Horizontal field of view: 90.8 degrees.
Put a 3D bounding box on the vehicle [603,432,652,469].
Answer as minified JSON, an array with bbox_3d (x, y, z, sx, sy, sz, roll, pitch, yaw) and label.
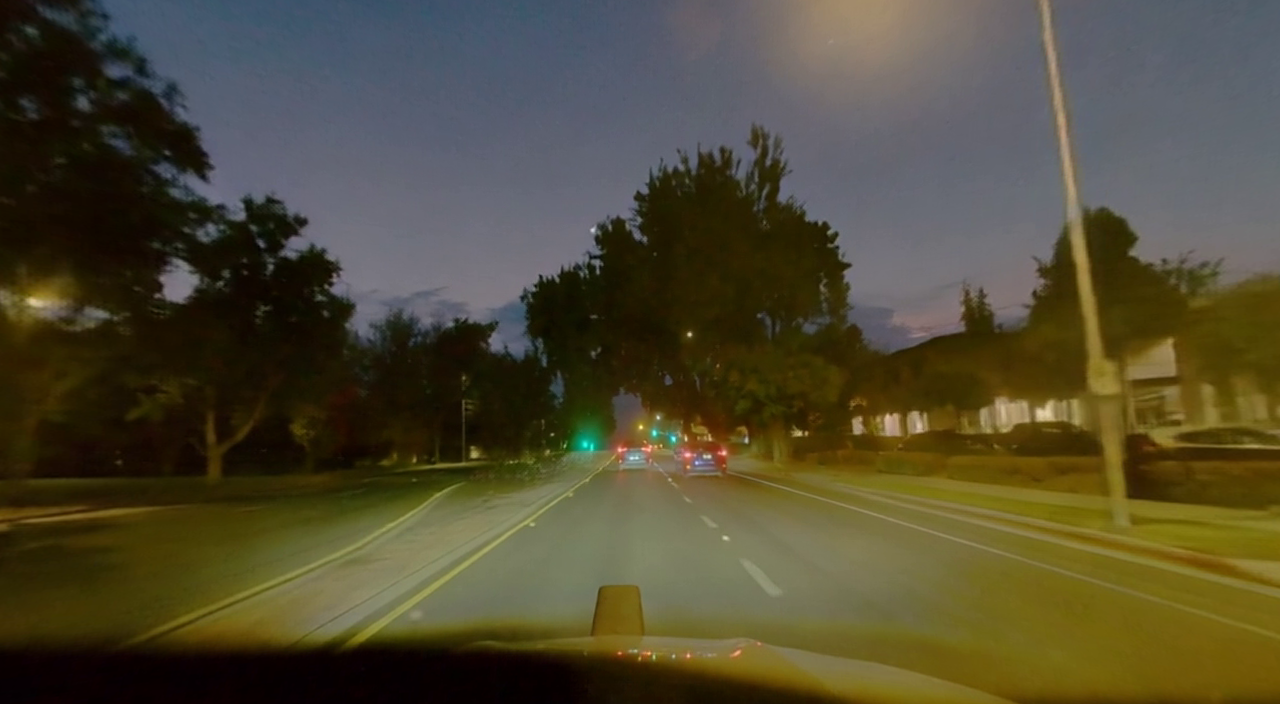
[{"bbox_3d":[-0.699,5.365,34.515,2.488,1.881,4.814,0,-8,-1],"label":"vehicle"}]

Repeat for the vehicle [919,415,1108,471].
[{"bbox_3d":[11.330,2.798,19.394,4.557,1.509,1.971,-8,-11,42],"label":"vehicle"}]

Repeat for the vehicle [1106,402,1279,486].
[{"bbox_3d":[11.196,1.739,11.925,1.799,1.431,3.486,8,-12,-44],"label":"vehicle"}]

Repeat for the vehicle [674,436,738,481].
[{"bbox_3d":[2.486,4.153,24.917,2.003,1.614,4.072,0,-8,-1],"label":"vehicle"}]
